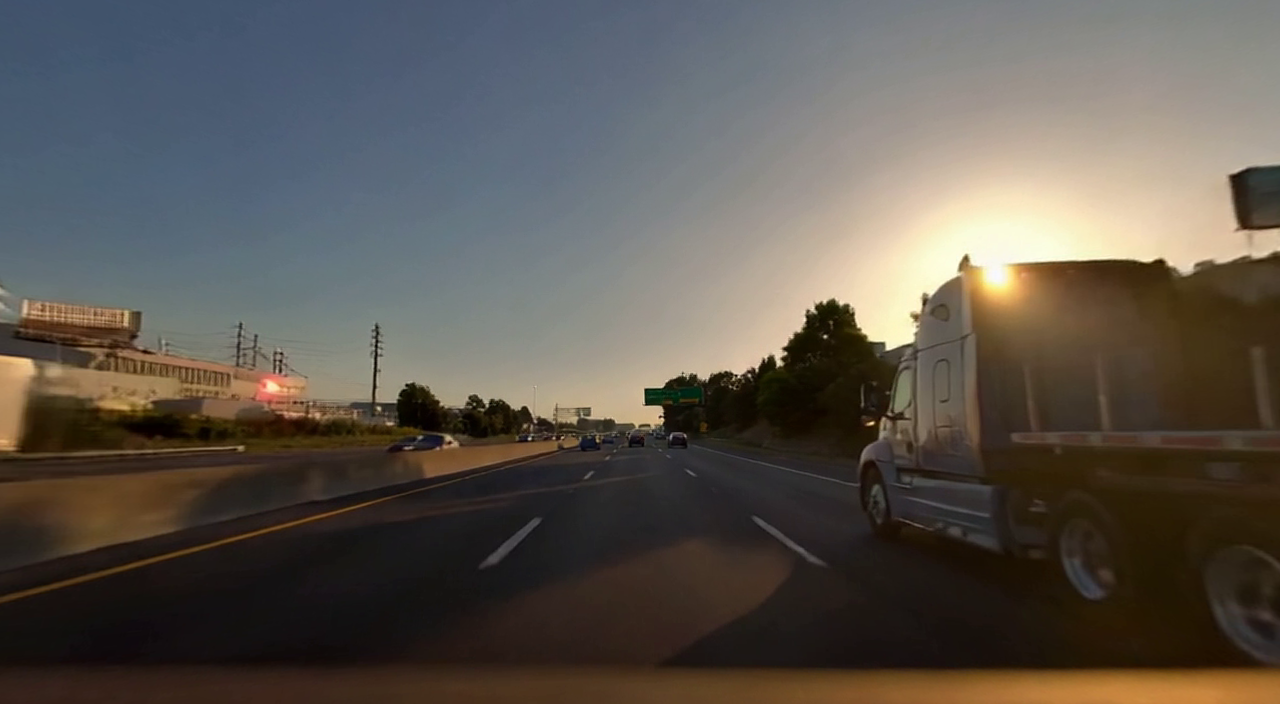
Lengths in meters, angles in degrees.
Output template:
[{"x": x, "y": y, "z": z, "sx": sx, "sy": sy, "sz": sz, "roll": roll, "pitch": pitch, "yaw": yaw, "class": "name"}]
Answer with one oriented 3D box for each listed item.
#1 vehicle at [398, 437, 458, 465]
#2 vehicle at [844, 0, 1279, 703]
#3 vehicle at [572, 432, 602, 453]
[{"x": -12.285, "y": 5.737, "z": 36.753, "sx": 1.910, "sy": 1.478, "sz": 4.655, "roll": 0, "pitch": -8, "yaw": 0, "class": "vehicle"}, {"x": 3.761, "y": -0.055, "z": 3.564, "sx": 3.027, "sy": 3.796, "sz": 6.035, "roll": 0, "pitch": -8, "yaw": -1, "class": "vehicle"}, {"x": -3.909, "y": 6.709, "z": 46.773, "sx": 1.930, "sy": 1.484, "sz": 3.849, "roll": 0, "pitch": -8, "yaw": -1, "class": "vehicle"}]
